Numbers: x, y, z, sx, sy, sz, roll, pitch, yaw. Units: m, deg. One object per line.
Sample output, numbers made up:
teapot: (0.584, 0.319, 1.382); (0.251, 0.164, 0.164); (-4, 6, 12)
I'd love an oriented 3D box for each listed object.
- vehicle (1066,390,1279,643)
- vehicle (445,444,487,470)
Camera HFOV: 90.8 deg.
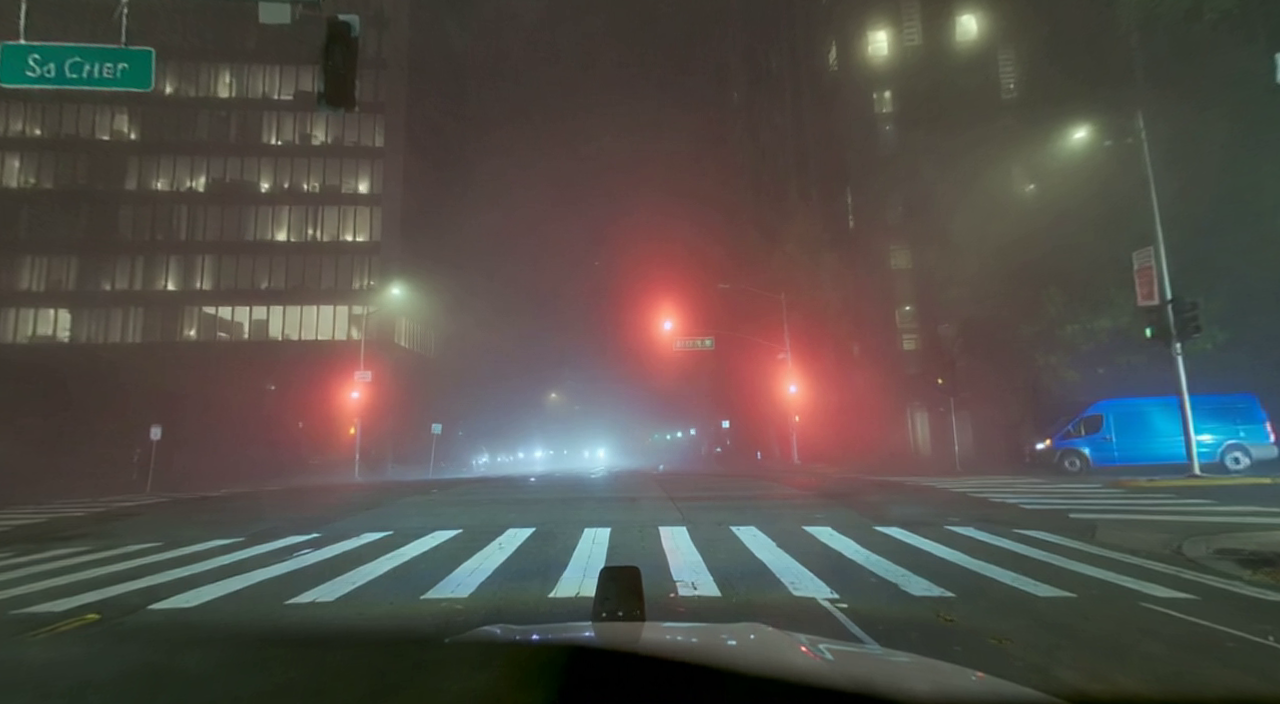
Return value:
vehicle: (5.642, 1.132, 4.222); (2.070, 1.804, 4.881); (0, -8, -1)
vehicle: (-12.452, 7.506, 45.375); (1.935, 1.639, 4.244); (-3, -8, -2)
